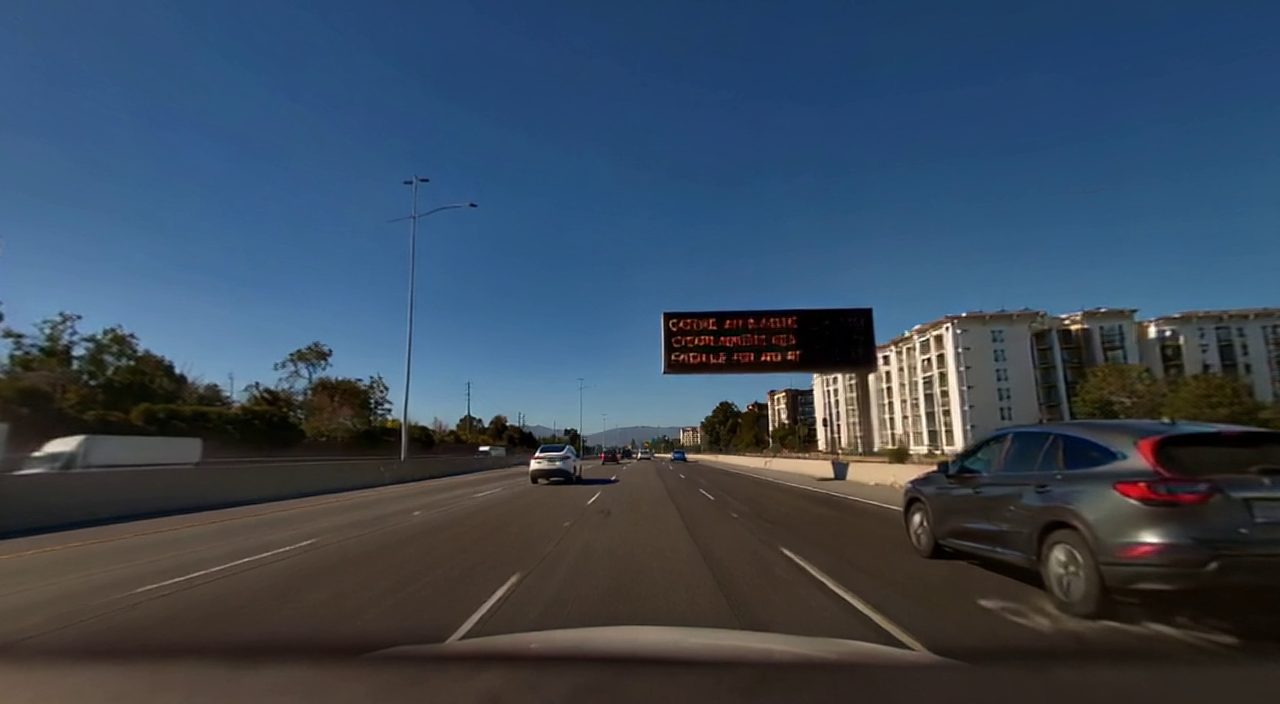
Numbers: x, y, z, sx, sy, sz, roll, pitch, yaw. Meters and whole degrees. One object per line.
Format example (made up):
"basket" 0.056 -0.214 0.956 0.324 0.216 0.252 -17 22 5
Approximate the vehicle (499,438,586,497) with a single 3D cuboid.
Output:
"vehicle" -3.103 3.791 21.071 2.075 1.721 4.763 0 -9 1

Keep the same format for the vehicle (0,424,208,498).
"vehicle" -35.284 6.923 40.728 2.887 3.890 16.694 0 -9 0

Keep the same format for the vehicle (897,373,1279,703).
"vehicle" 4.355 1.320 5.562 2.170 1.733 4.631 0 -9 0
